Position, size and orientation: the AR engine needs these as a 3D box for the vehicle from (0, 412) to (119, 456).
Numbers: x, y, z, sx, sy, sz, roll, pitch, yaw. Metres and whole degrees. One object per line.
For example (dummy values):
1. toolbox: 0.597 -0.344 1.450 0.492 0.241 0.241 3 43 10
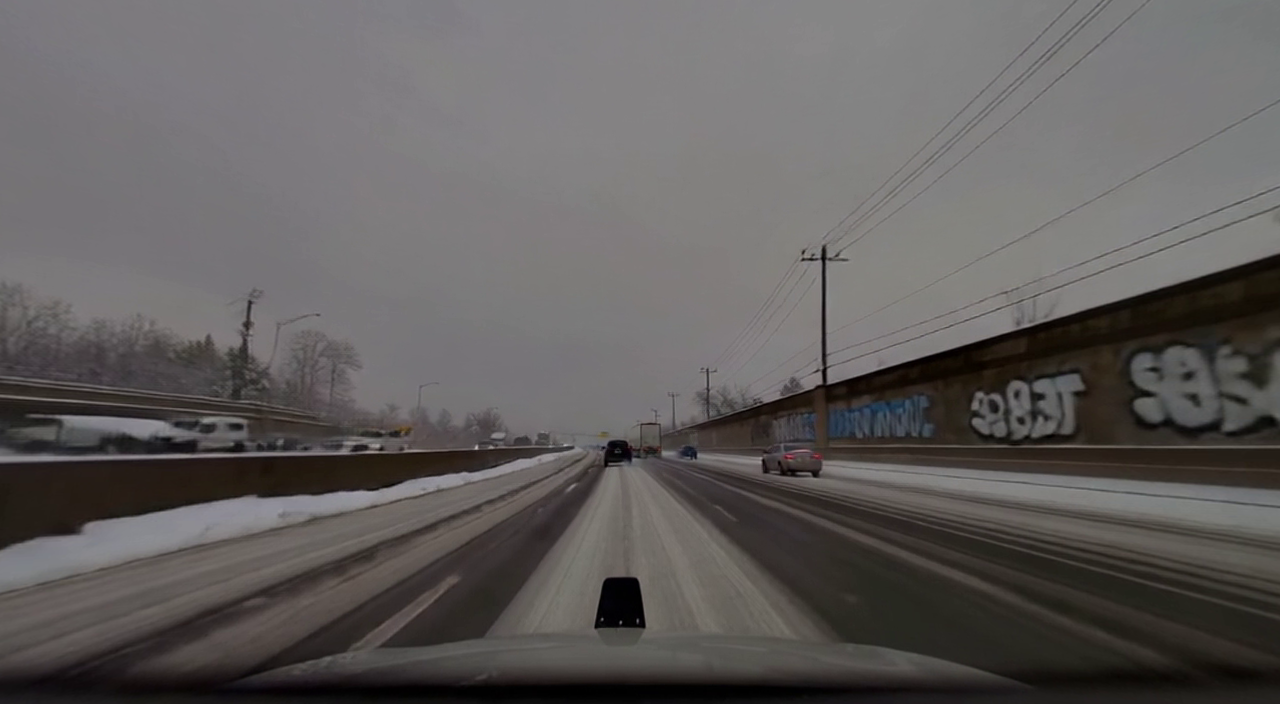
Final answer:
1. vehicle: -31.126 4.342 33.131 5.594 2.183 2.388 6 -11 -36

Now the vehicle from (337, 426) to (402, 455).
1. vehicle: -17.495 5.784 41.163 2.138 1.755 5.022 0 -9 -1

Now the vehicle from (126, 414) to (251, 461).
1. vehicle: -22.263 4.305 31.534 2.270 2.130 5.448 0 -9 -1

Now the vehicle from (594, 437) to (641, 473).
1. vehicle: -1.101 5.048 31.080 2.191 1.685 3.353 0 -9 -2

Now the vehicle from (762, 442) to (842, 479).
1. vehicle: 6.817 4.639 27.246 2.018 1.451 4.762 0 -9 -2
